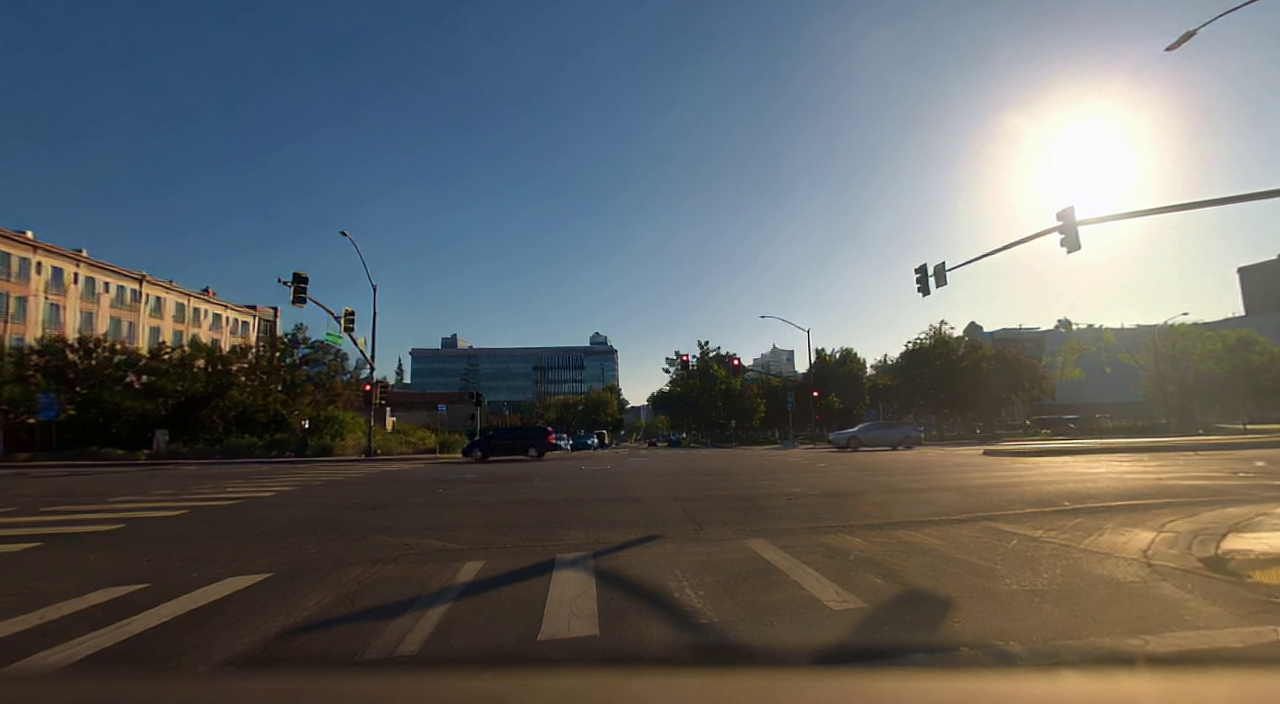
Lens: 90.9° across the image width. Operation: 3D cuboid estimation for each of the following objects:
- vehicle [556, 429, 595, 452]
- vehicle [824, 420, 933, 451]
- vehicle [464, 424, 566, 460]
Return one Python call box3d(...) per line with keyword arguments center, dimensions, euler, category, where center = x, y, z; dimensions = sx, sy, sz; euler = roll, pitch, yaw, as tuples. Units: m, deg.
box3d(center=(-4.389, 6.169, 43.784), dimensions=(1.919, 1.467, 4.086), euler=(-1, -9, 5), category="vehicle")
box3d(center=(11.474, 4.067, 30.520), dimensions=(4.510, 1.431, 1.884), euler=(1, -9, -8), category="vehicle")
box3d(center=(-5.587, 4.113, 28.729), dimensions=(4.407, 1.569, 1.859), euler=(1, -9, -7), category="vehicle")
